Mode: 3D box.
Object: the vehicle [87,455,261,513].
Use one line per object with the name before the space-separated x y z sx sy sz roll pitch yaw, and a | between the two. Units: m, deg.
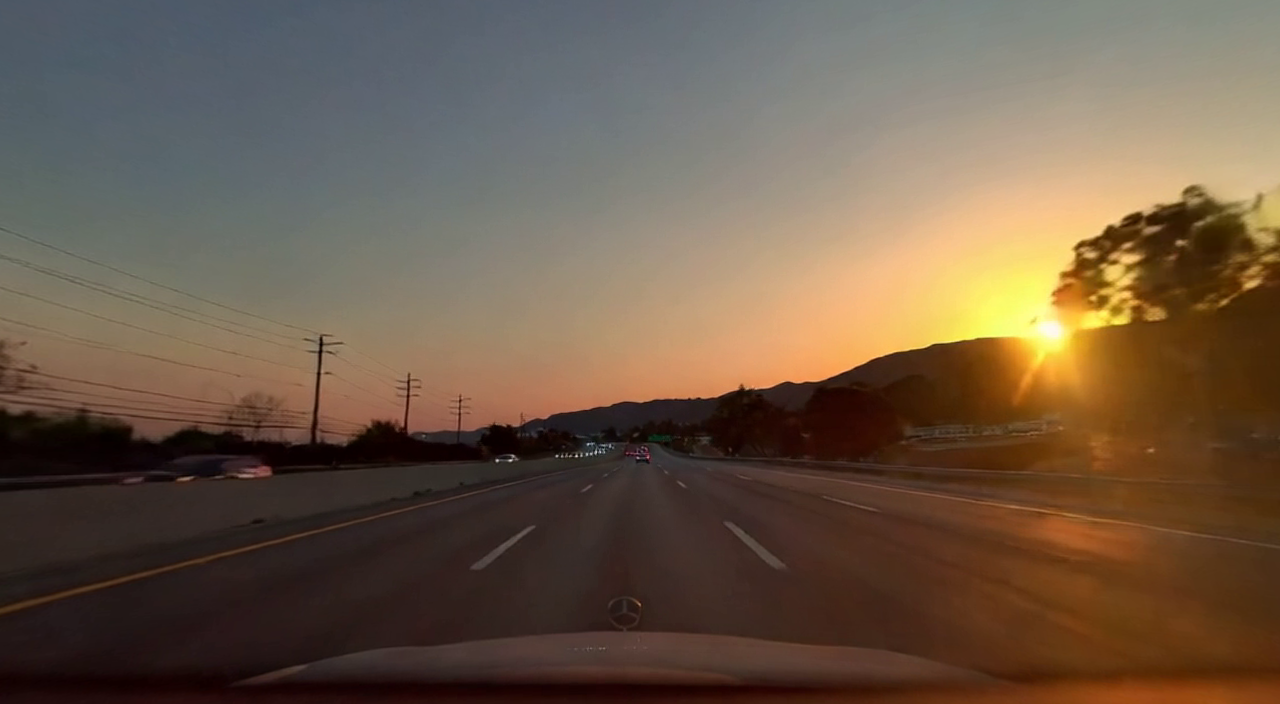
vehicle | -13.870 3.902 19.149 1.886 1.501 4.329 0 -9 1
